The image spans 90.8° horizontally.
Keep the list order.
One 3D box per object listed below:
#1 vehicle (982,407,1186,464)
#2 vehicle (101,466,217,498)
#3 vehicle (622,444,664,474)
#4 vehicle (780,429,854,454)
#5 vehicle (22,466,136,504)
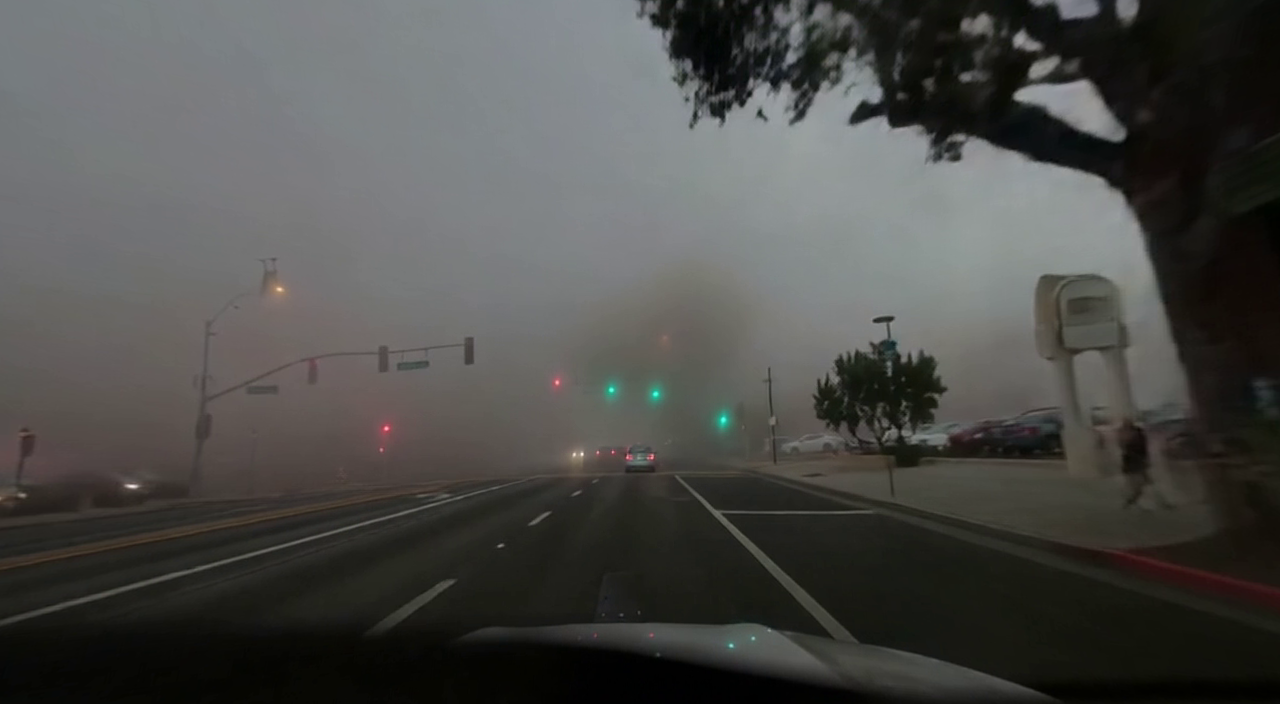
[{"bbox_3d":[12.964,2.488,18.698,4.466,1.553,2.060,0,-9,-1],"label":"vehicle"},{"bbox_3d":[-25.911,6.978,34.154,2.007,1.466,4.543,-8,-11,41],"label":"vehicle"},{"bbox_3d":[0.145,5.412,32.160,1.977,1.451,4.032,0,-9,0],"label":"vehicle"},{"bbox_3d":[13.378,6.827,47.965,4.852,1.805,2.155,0,-9,-2],"label":"vehicle"},{"bbox_3d":[-26.366,6.223,29.777,3.790,1.515,1.704,8,-12,-43],"label":"vehicle"}]
